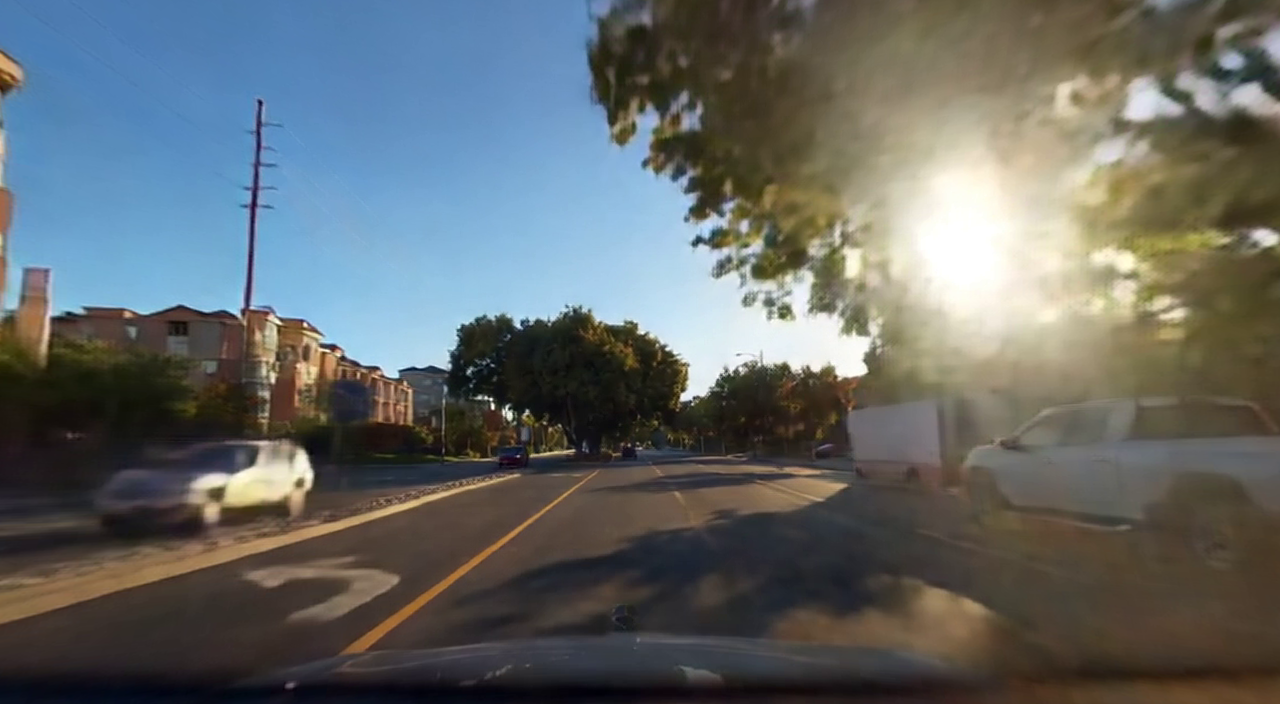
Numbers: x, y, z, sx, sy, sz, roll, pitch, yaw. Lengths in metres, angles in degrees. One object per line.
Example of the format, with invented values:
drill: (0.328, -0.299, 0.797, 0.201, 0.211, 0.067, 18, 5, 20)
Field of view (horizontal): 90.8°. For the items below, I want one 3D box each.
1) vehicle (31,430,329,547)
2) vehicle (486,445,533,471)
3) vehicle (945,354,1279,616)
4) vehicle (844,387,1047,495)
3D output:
vehicle: (-8.479, 2.519, 12.451, 2.189, 1.816, 4.819, 0, -9, 0)
vehicle: (-8.673, 7.085, 42.362, 2.140, 1.609, 4.460, 0, -9, 1)
vehicle: (6.066, 1.307, 6.788, 2.493, 1.956, 6.125, 0, -9, 0)
vehicle: (10.133, 3.153, 22.357, 2.842, 2.993, 8.104, -3, -8, -2)
